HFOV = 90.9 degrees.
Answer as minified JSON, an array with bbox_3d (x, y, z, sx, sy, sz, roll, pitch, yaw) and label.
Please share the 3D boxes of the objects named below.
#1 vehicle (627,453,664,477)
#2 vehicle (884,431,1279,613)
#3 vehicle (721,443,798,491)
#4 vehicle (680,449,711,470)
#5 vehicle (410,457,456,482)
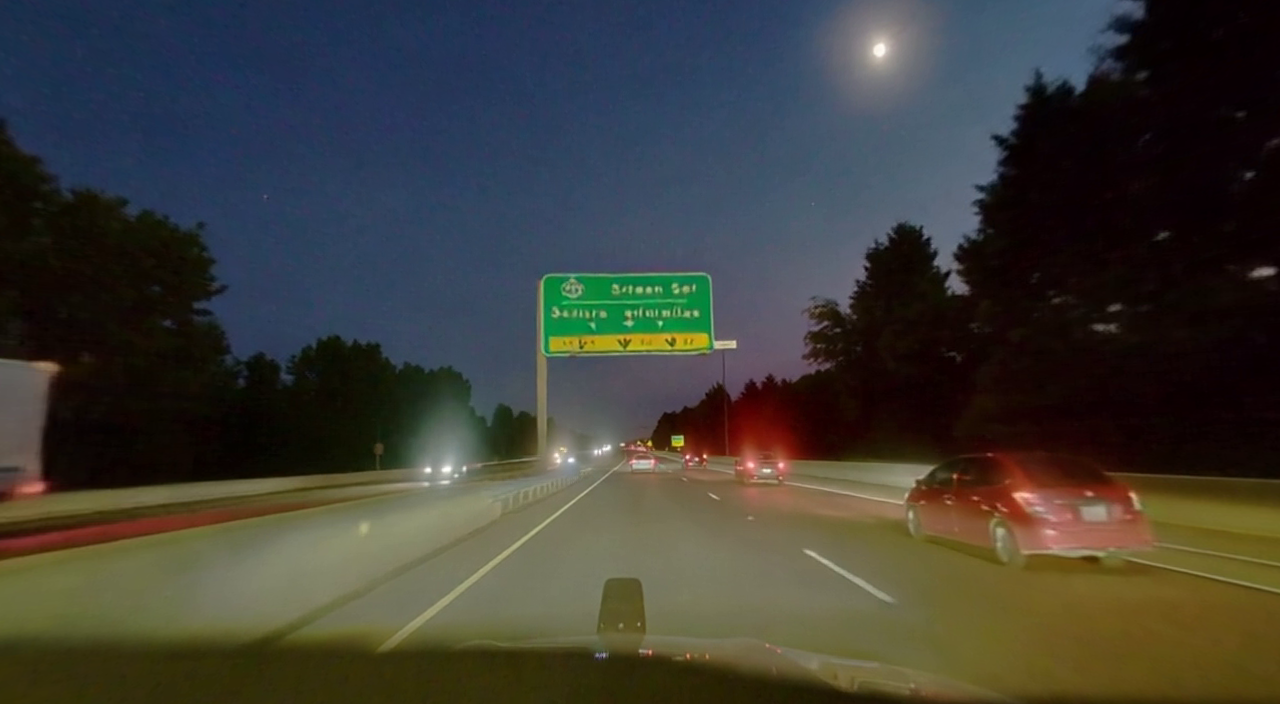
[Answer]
[{"bbox_3d":[0.314,6.515,36.584,2.012,1.320,3.777,0,-9,0],"label":"vehicle"},{"bbox_3d":[4.548,1.725,7.231,1.952,1.495,3.740,0,-9,-1],"label":"vehicle"},{"bbox_3d":[4.415,4.318,24.064,1.969,1.639,4.472,0,-9,-1],"label":"vehicle"},{"bbox_3d":[4.284,8.400,49.454,1.935,1.594,3.981,0,-9,-2],"label":"vehicle"},{"bbox_3d":[-13.544,7.691,41.473,1.727,1.466,3.671,0,-9,1],"label":"vehicle"}]
